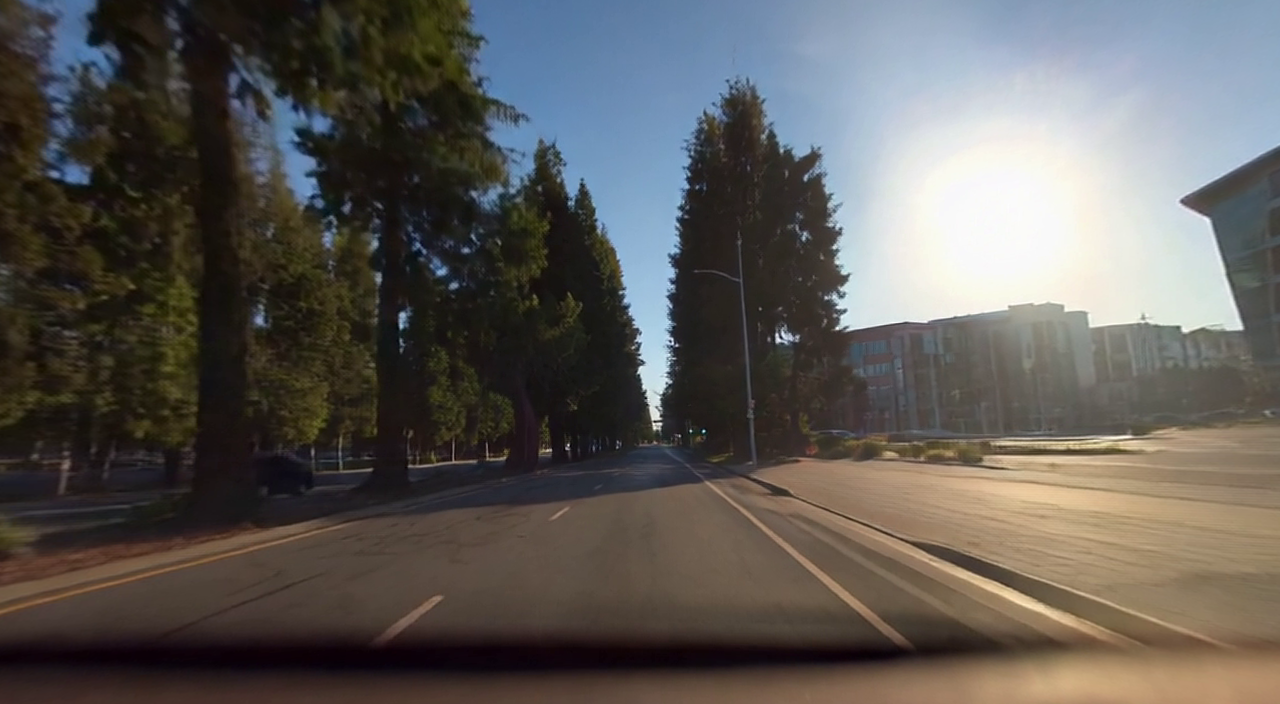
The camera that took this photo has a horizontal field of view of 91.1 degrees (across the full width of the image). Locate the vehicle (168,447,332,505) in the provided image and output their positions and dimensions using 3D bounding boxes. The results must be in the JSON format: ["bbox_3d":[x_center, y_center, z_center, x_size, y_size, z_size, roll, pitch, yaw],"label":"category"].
[{"bbox_3d":[-11.096,3.521,18.308,1.881,1.445,4.280,0,-8,2],"label":"vehicle"}]
